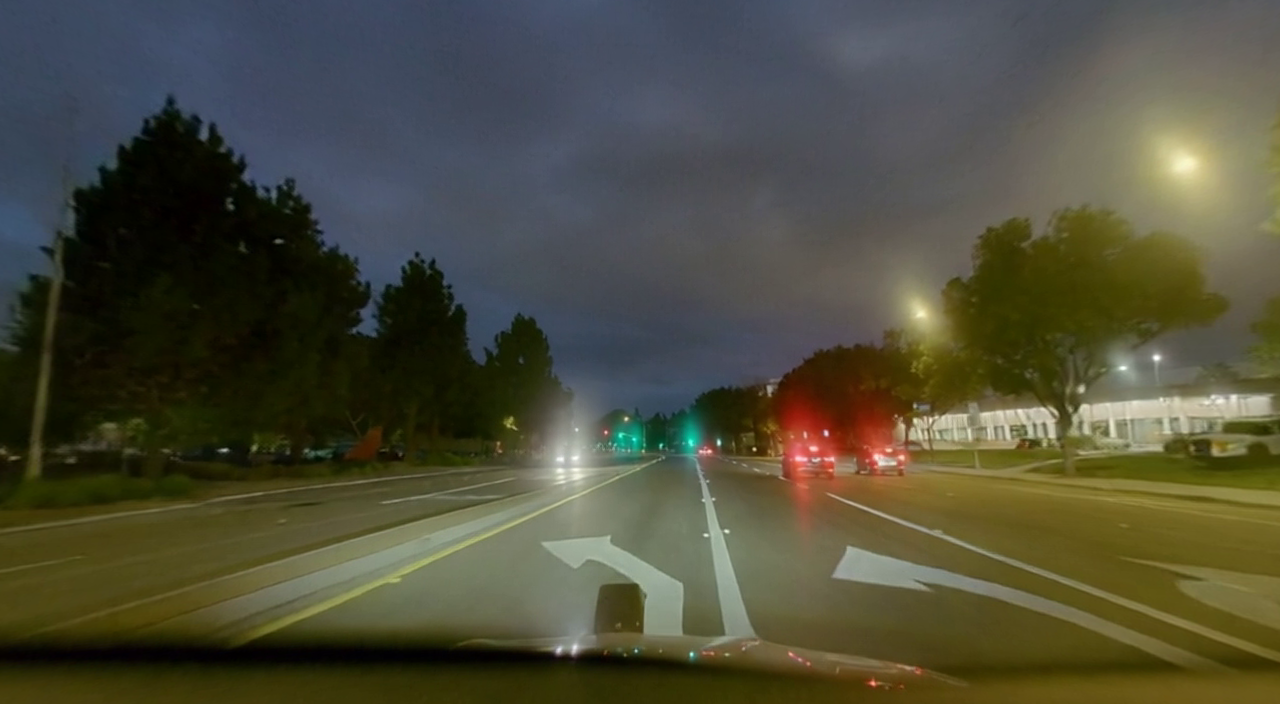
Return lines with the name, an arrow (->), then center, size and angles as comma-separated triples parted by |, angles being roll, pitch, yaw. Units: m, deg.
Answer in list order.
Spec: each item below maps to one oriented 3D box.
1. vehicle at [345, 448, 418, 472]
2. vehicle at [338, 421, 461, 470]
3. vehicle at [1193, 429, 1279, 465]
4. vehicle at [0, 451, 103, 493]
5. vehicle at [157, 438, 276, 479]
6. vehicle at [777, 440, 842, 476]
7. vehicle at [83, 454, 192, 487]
vehicle -> -17.481, 7.325, 42.838 | 4.259, 1.396, 1.815 | -4, -8, 8
vehicle -> -18.340, 7.197, 48.505 | 8.324, 3.550, 2.670 | -1, -9, 3
vehicle -> 25.555, 3.885, 25.996 | 3.881, 1.410, 1.702 | -1, -8, 2
vehicle -> -29.761, 5.877, 31.379 | 1.921, 1.778, 4.622 | 0, -8, 2
vehicle -> -25.377, 6.402, 38.023 | 5.472, 2.114, 2.482 | -3, -9, 4
vehicle -> 8.275, 5.188, 31.241 | 2.181, 1.639, 4.127 | -1, -8, 3
vehicle -> -24.773, 5.823, 31.368 | 1.786, 1.429, 4.101 | -1, -8, 5
